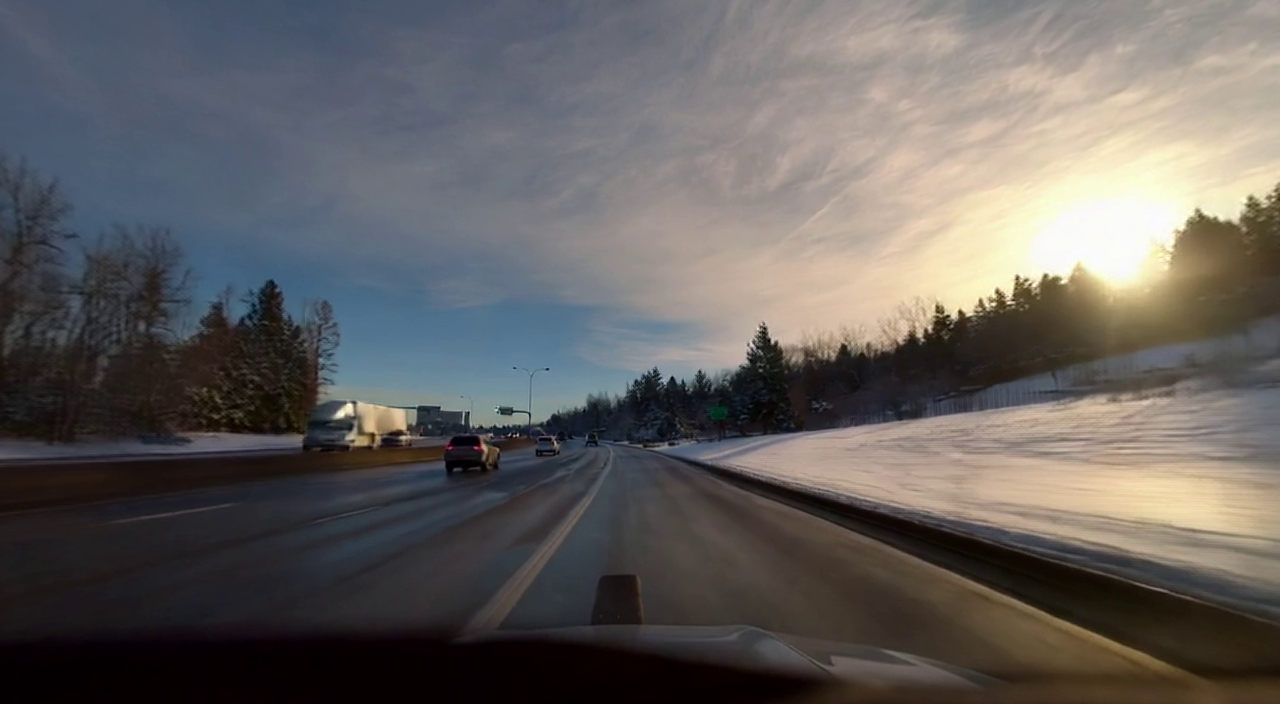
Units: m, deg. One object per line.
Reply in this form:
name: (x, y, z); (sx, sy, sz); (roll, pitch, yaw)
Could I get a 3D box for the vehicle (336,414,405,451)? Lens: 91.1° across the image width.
vehicle: (-18.942, 5.710, 44.511); (2.308, 2.474, 5.555); (0, -8, 1)

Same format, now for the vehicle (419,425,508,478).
vehicle: (-6.874, 3.906, 25.075); (2.188, 1.896, 4.810); (0, -8, -1)
